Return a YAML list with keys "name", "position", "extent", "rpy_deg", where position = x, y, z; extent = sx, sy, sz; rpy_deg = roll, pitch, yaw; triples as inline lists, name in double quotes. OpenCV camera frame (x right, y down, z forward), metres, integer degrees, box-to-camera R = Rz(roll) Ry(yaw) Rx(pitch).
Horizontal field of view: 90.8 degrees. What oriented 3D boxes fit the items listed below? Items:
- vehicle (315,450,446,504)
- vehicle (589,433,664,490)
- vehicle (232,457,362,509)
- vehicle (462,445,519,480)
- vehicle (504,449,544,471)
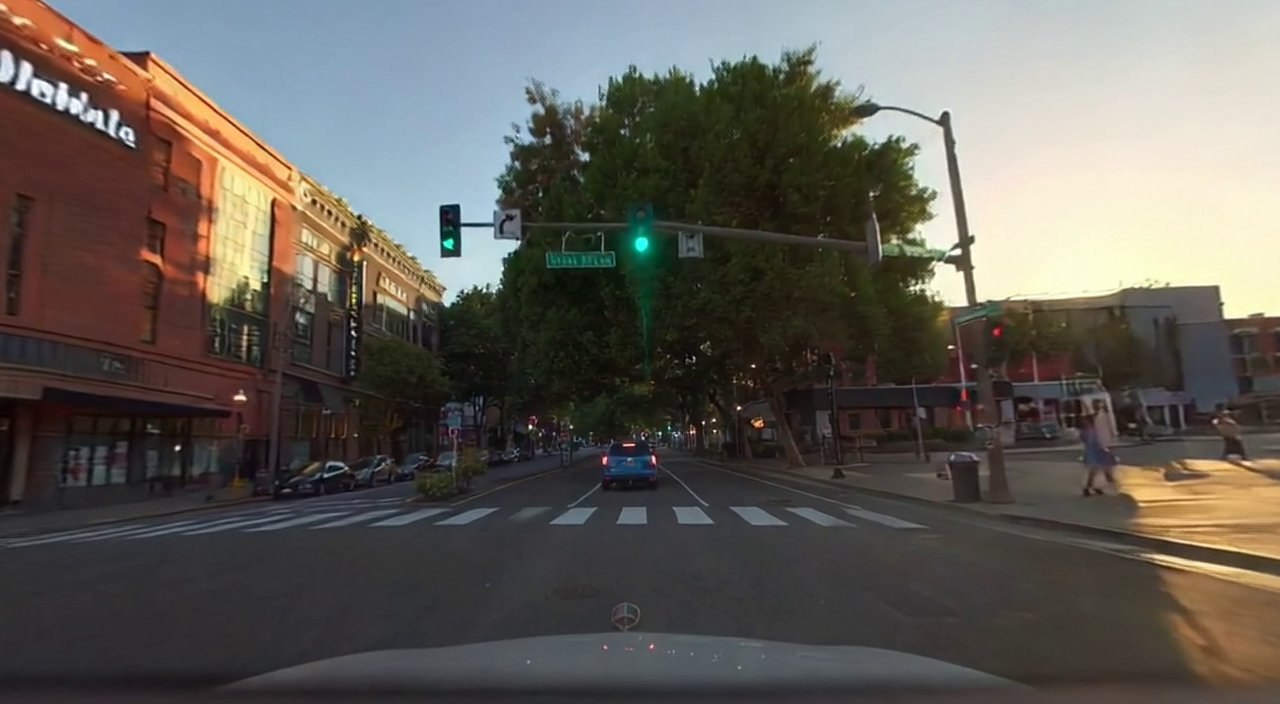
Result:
- name: "vehicle"
  position: [-8.093, 3.918, 20.293]
  extent: [2.152, 1.468, 4.737]
  rpy_deg: [-1, -8, 1]
- name: "vehicle"
  position: [-0.429, 3.815, 22.368]
  extent: [2.382, 1.796, 4.610]
  rpy_deg: [0, -8, 0]
- name: "vehicle"
  position: [-11.538, 4.393, 21.657]
  extent: [1.972, 1.475, 4.381]
  rpy_deg: [0, -8, 0]
- name: "vehicle"
  position: [-8.108, 6.013, 34.649]
  extent: [2.109, 1.628, 4.108]
  rpy_deg: [-4, -9, -1]
- name: "vehicle"
  position: [-8.377, 7.817, 45.925]
  extent: [2.029, 1.478, 4.367]
  rpy_deg: [0, -8, 0]
